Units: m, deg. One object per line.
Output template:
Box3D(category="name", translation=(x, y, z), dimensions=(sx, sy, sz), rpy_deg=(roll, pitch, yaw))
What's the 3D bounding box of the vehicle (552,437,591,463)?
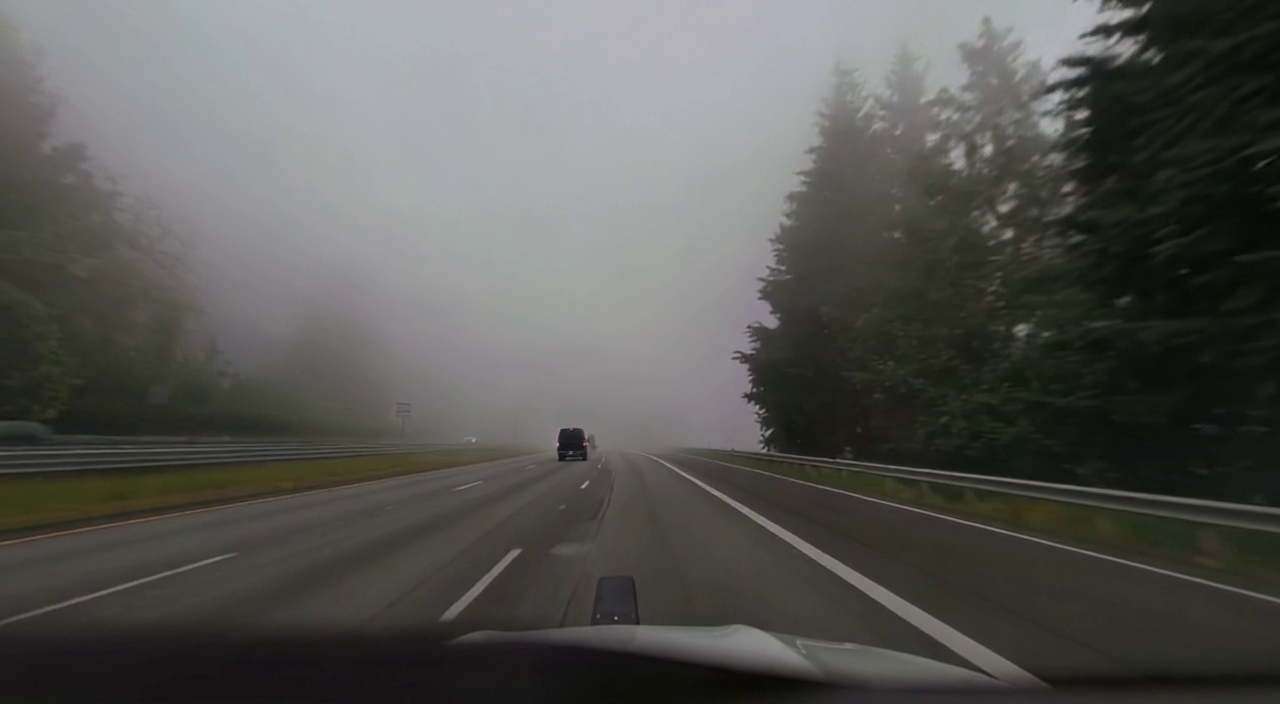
Box3D(category="vehicle", translation=(-4.572, 6.665, 42.849), dimensions=(2.217, 1.604, 4.614), rpy_deg=(0, -8, -1))
